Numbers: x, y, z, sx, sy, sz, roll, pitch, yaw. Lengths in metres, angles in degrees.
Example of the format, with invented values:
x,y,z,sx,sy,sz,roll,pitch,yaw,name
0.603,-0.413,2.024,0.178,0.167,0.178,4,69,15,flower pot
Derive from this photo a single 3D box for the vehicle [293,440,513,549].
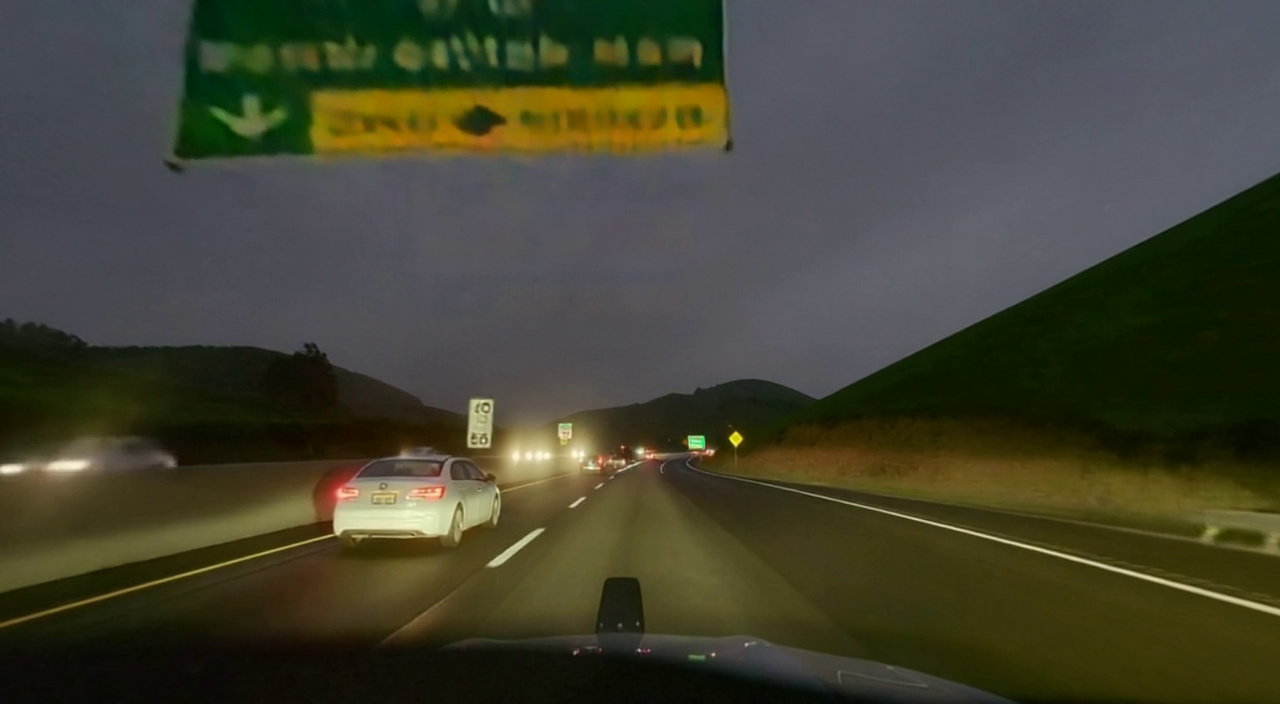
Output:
x,y,z,sx,sy,sz,roll,pitch,yaw,name
-3.643,2.280,10.780,1.988,1.440,4.504,0,-9,0,vehicle

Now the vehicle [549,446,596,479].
x,y,z,sx,sy,sz,roll,pitch,yaw,name
-3.625,6.043,34.732,2.073,1.694,4.162,0,-9,1,vehicle
